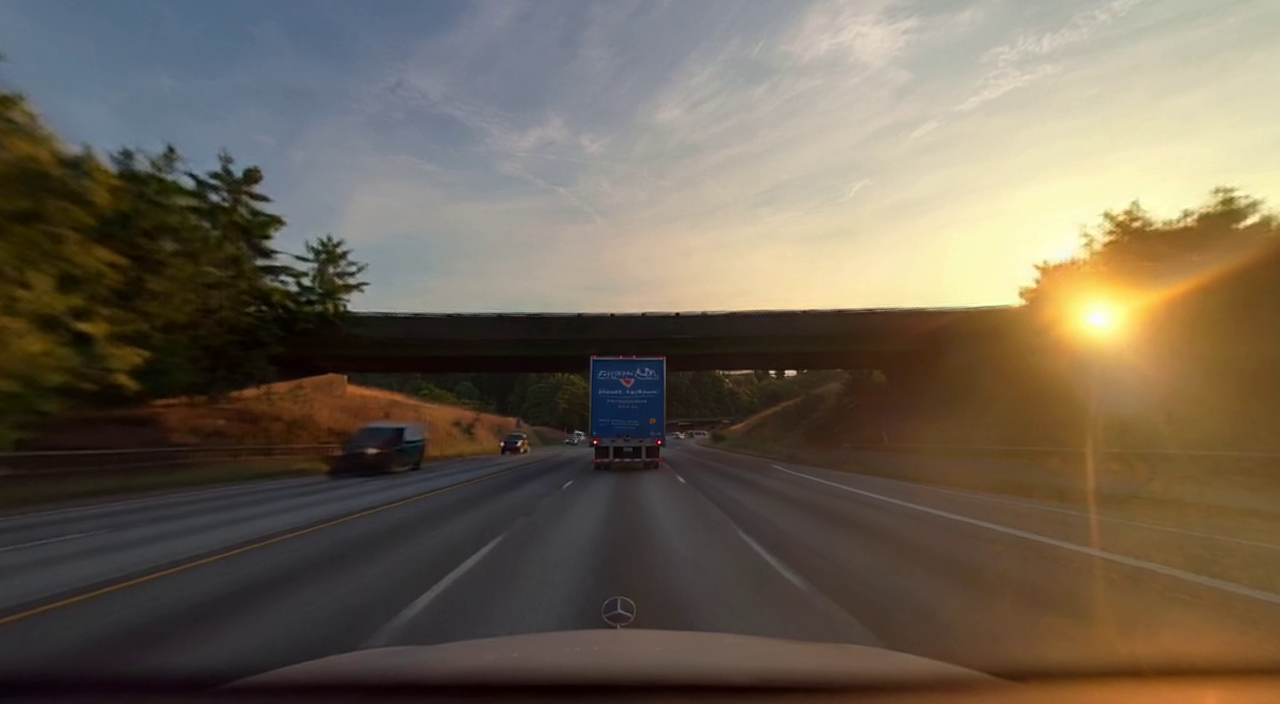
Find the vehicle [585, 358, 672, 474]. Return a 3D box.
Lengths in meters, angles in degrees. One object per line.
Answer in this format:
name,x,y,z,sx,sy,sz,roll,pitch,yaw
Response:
vehicle,-0.626,2.795,26.167,2.895,3.861,10.213,0,-8,-3

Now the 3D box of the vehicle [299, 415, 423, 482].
vehicle,-8.676,3.028,20.097,2.037,1.853,4.336,0,-8,-1

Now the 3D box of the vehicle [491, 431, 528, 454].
vehicle,-9.116,6.384,44.342,1.828,1.533,3.432,0,-8,1
